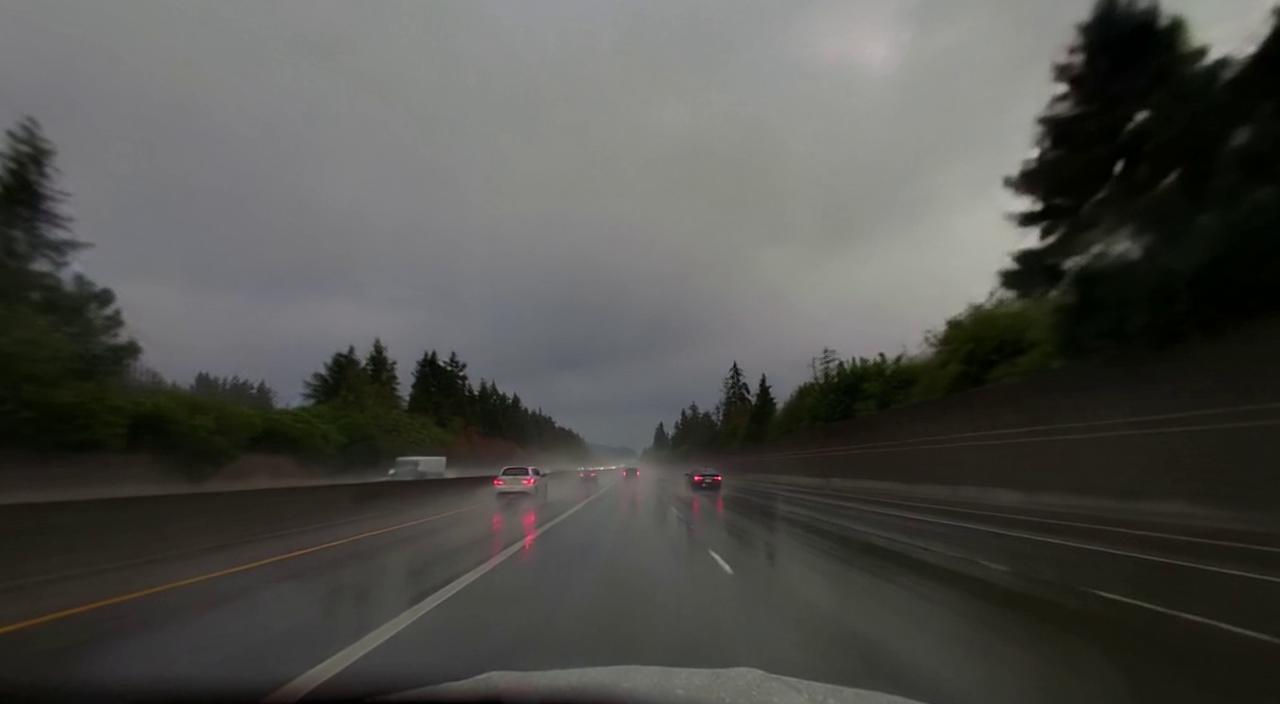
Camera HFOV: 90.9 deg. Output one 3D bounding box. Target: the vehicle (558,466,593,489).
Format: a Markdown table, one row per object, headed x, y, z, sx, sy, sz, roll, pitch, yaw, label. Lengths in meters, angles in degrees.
| x | y | z | sx | sy | sz | roll | pitch | yaw | label |
| --- | --- | --- | --- | --- | --- | --- | --- | --- | --- |
| -4.367 | 8.578 | 43.208 | 2.000 | 1.484 | 3.995 | 1 | -11 | -1 | vehicle |

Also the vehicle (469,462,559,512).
| x | y | z | sx | sy | sz | roll | pitch | yaw | label |
| --- | --- | --- | --- | --- | --- | --- | --- | --- | --- |
| -4.056 | 4.478 | 21.230 | 2.004 | 1.468 | 4.812 | 0 | -11 | 0 | vehicle |

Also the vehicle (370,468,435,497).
| x | y | z | sx | sy | sz | roll | pitch | yaw | label |
| --- | --- | --- | --- | --- | --- | --- | --- | --- | --- |
| -13.008 | 7.166 | 34.855 | 1.839 | 1.449 | 4.424 | 0 | -11 | 0 | vehicle |

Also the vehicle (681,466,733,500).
| x | y | z | sx | sy | sz | roll | pitch | yaw | label |
| --- | --- | --- | --- | --- | --- | --- | --- | --- | --- |
| 3.177 | 6.336 | 30.770 | 1.981 | 1.516 | 4.109 | 1 | -11 | -1 | vehicle |
